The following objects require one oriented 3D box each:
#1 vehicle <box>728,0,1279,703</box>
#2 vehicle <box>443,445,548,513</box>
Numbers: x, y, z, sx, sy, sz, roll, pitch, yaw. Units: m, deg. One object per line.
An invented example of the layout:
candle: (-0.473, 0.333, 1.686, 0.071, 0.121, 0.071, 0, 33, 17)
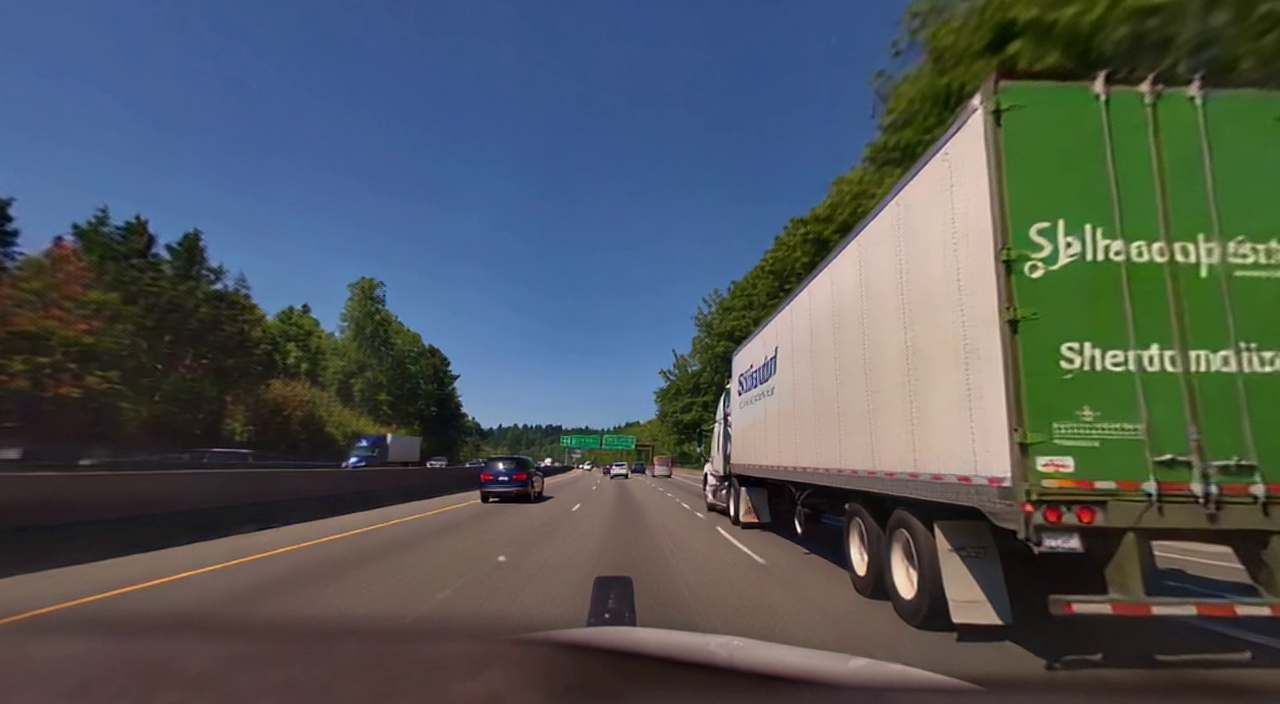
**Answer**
vehicle: (4.098, 1.072, 10.337, 2.992, 4.300, 13.967, 1, -10, -1)
vehicle: (-4.208, 3.825, 19.214, 2.070, 1.775, 4.646, 1, -10, 0)
